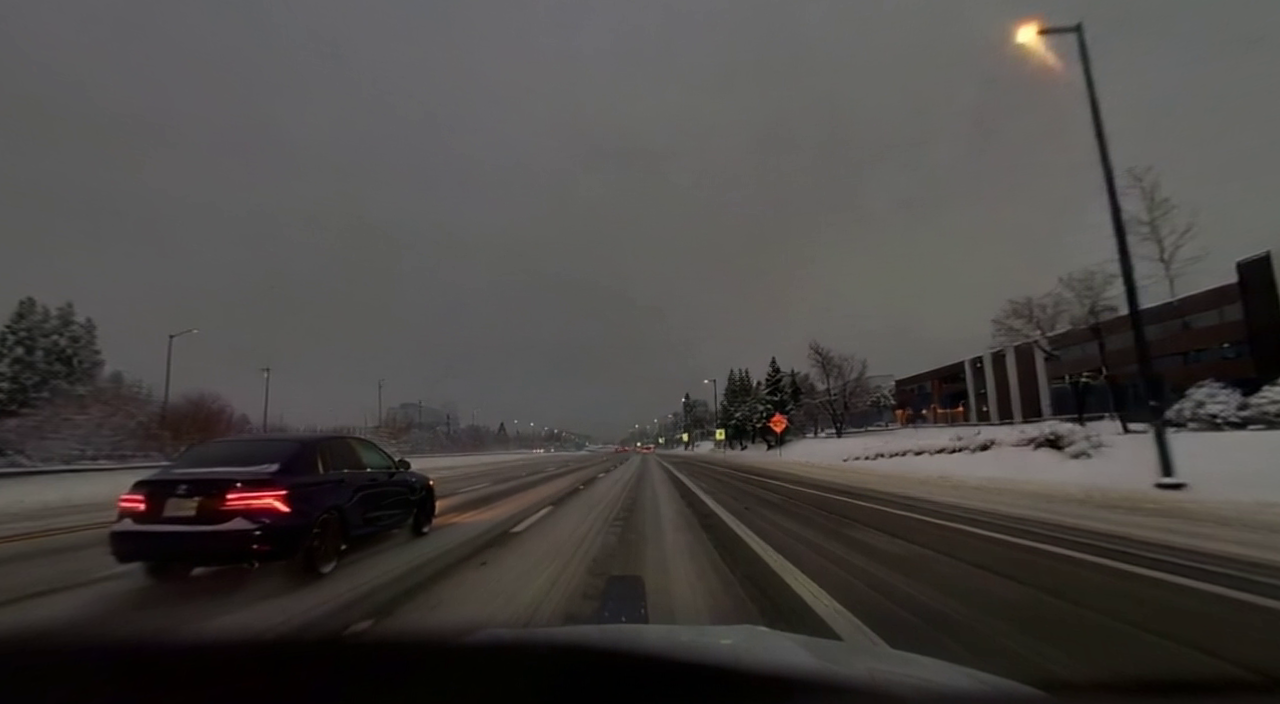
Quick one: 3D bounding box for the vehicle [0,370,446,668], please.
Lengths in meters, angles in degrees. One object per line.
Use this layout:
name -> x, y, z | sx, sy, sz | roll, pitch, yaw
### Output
vehicle -> -3.829, 1.361, 6.286 | 2.145, 1.793, 4.762 | -1, -8, 2
